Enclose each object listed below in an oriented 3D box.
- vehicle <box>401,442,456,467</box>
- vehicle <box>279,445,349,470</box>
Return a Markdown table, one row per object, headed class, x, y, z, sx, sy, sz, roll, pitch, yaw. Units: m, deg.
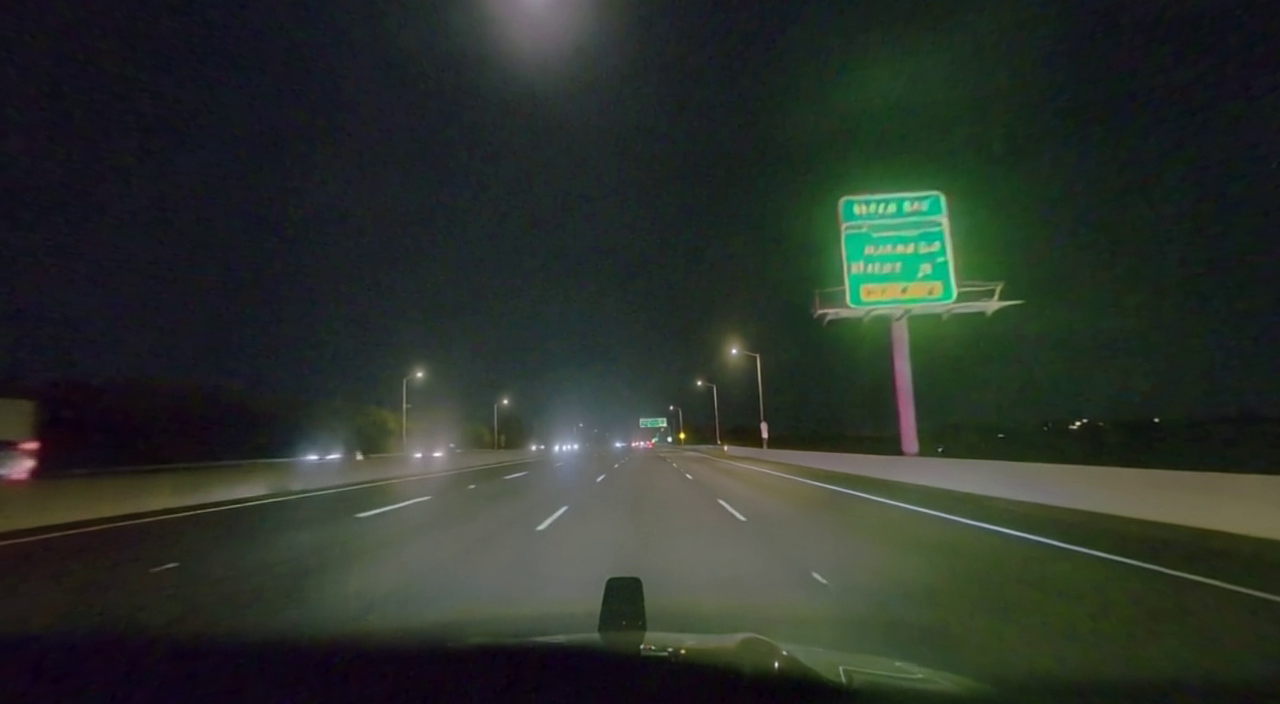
| class | x | y | z | sx | sy | sz | roll | pitch | yaw |
| --- | --- | --- | --- | --- | --- | --- | --- | --- | --- |
| vehicle | -13.612 | 6.625 | 40.851 | 1.923 | 1.478 | 4.503 | 0 | -8 | 1 |
| vehicle | -20.930 | 6.783 | 40.737 | 1.903 | 1.518 | 4.877 | 0 | -8 | 1 |
